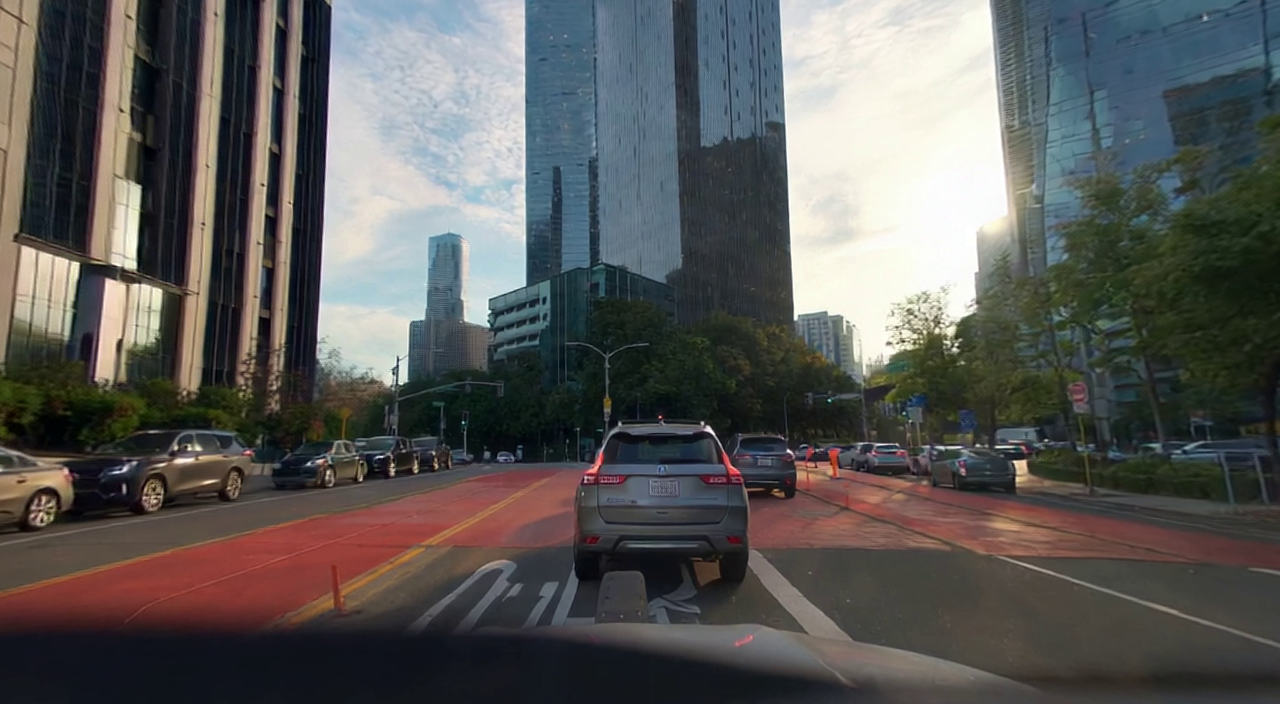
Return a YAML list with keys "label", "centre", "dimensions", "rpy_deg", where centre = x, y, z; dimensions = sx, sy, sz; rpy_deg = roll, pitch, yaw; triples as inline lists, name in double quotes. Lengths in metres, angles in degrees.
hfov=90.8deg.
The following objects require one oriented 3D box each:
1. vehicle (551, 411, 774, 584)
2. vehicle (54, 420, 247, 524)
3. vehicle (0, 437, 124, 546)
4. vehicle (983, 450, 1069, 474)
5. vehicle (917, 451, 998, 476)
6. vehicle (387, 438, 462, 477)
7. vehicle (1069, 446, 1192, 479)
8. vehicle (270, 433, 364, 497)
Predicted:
- label: "vehicle"
  centre: [0.266, 1.748, 8.393]
  dimensions: [2.192, 1.695, 4.142]
  rpy_deg: [0, -8, 1]
- label: "vehicle"
  centre: [-10.325, 2.515, 13.695]
  dimensions: [1.543, 1.946, 3.454]
  rpy_deg: [1, -8, -5]
- label: "vehicle"
  centre: [-9.962, 1.977, 8.923]
  dimensions: [1.844, 1.524, 4.371]
  rpy_deg: [0, -8, -4]
- label: "vehicle"
  centre: [28.265, 8.034, 46.350]
  dimensions: [5.153, 1.626, 1.895]
  rpy_deg: [-6, -11, 36]
- label: "vehicle"
  centre: [23.034, 8.029, 45.847]
  dimensions: [4.956, 1.706, 1.822]
  rpy_deg: [-6, -10, 34]
- label: "vehicle"
  centre: [-11.615, 5.720, 34.577]
  dimensions: [2.338, 1.963, 5.740]
  rpy_deg: [0, -8, -3]
- label: "vehicle"
  centre: [31.123, 7.007, 40.389]
  dimensions: [5.890, 1.996, 2.155]
  rpy_deg: [-6, -10, 34]
- label: "vehicle"
  centre: [-10.950, 3.810, 21.678]
  dimensions: [1.559, 1.973, 3.419]
  rpy_deg: [0, -8, -4]
